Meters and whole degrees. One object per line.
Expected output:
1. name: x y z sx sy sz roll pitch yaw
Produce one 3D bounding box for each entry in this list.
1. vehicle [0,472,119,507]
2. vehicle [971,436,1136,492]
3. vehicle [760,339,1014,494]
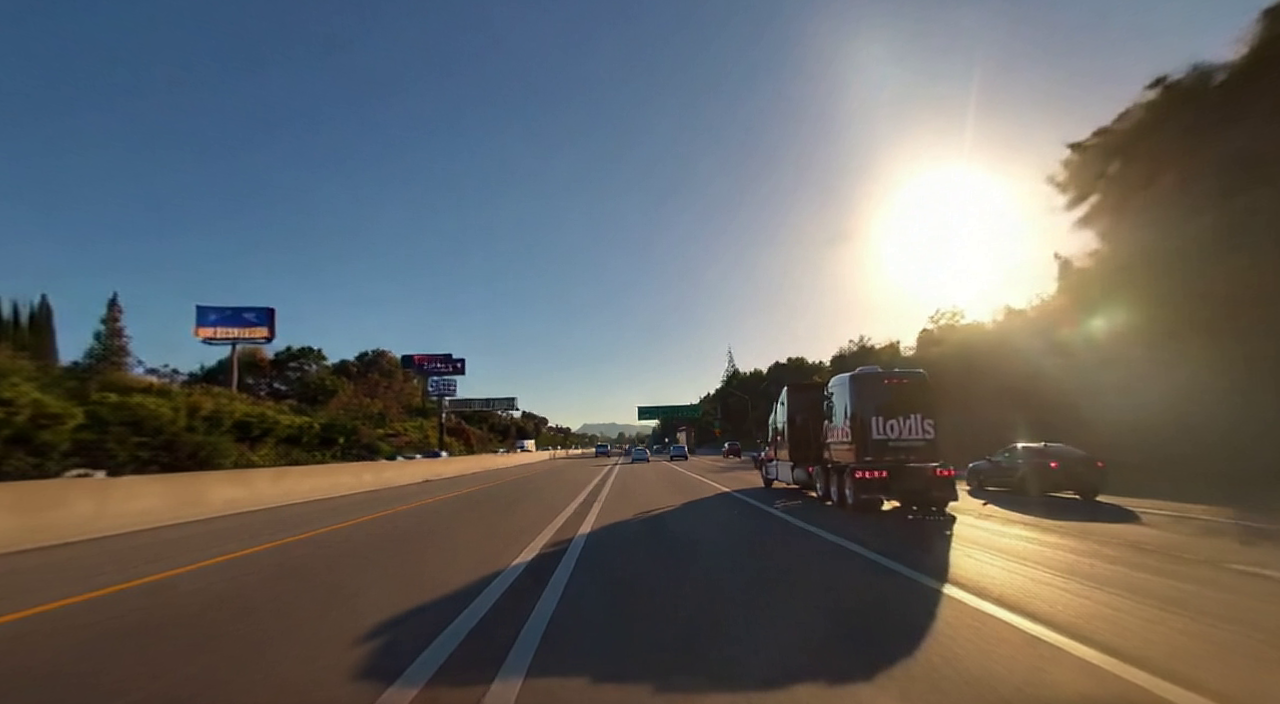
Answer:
1. vehicle: -30.337 7.138 33.115 1.948 1.479 4.914 0 -9 -1
2. vehicle: 12.151 3.323 19.020 1.862 1.462 4.459 0 -9 -2
3. vehicle: 8.108 2.925 25.049 2.892 4.128 16.495 0 -9 -2
